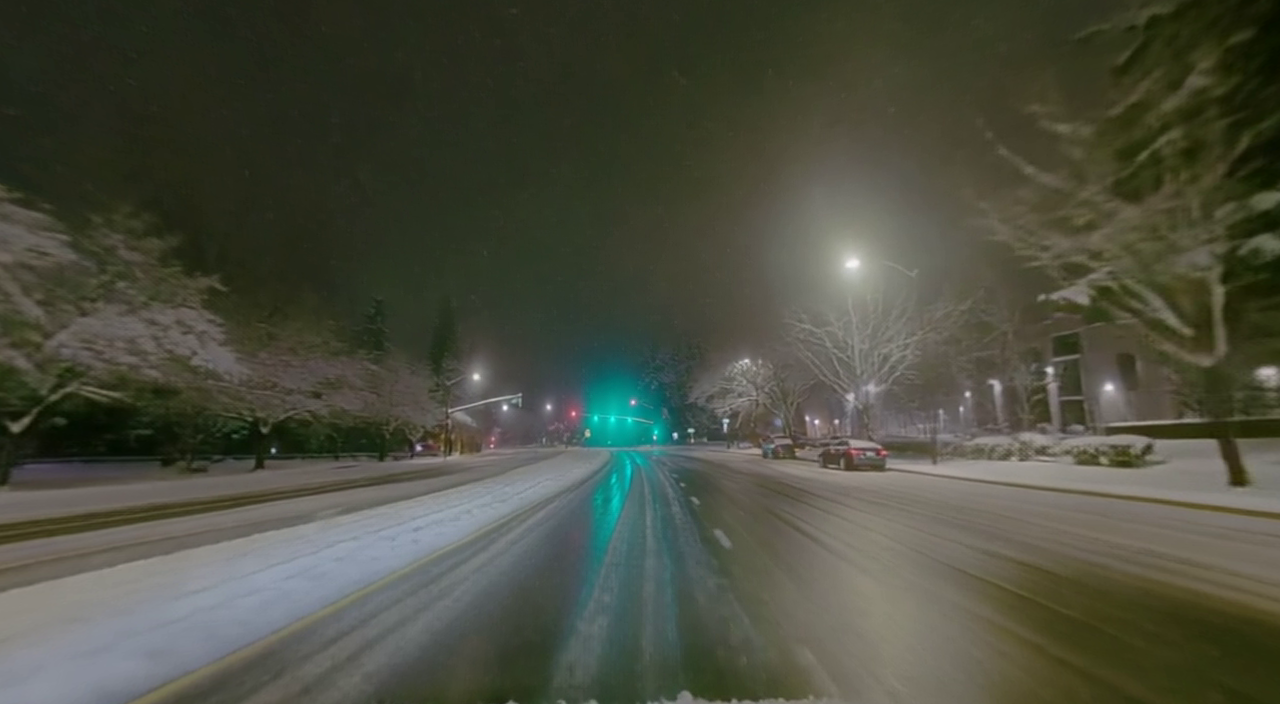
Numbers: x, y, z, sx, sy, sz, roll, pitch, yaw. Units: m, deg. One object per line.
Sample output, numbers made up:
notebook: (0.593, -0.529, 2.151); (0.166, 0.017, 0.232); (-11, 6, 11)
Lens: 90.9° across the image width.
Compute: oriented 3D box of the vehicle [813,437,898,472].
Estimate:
vehicle: (10.443, 4.985, 31.052); (2.109, 1.533, 5.664); (0, -8, -1)

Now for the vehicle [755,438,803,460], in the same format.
vehicle: (10.471, 7.343, 47.785); (2.034, 1.551, 5.228); (1, -8, -5)
